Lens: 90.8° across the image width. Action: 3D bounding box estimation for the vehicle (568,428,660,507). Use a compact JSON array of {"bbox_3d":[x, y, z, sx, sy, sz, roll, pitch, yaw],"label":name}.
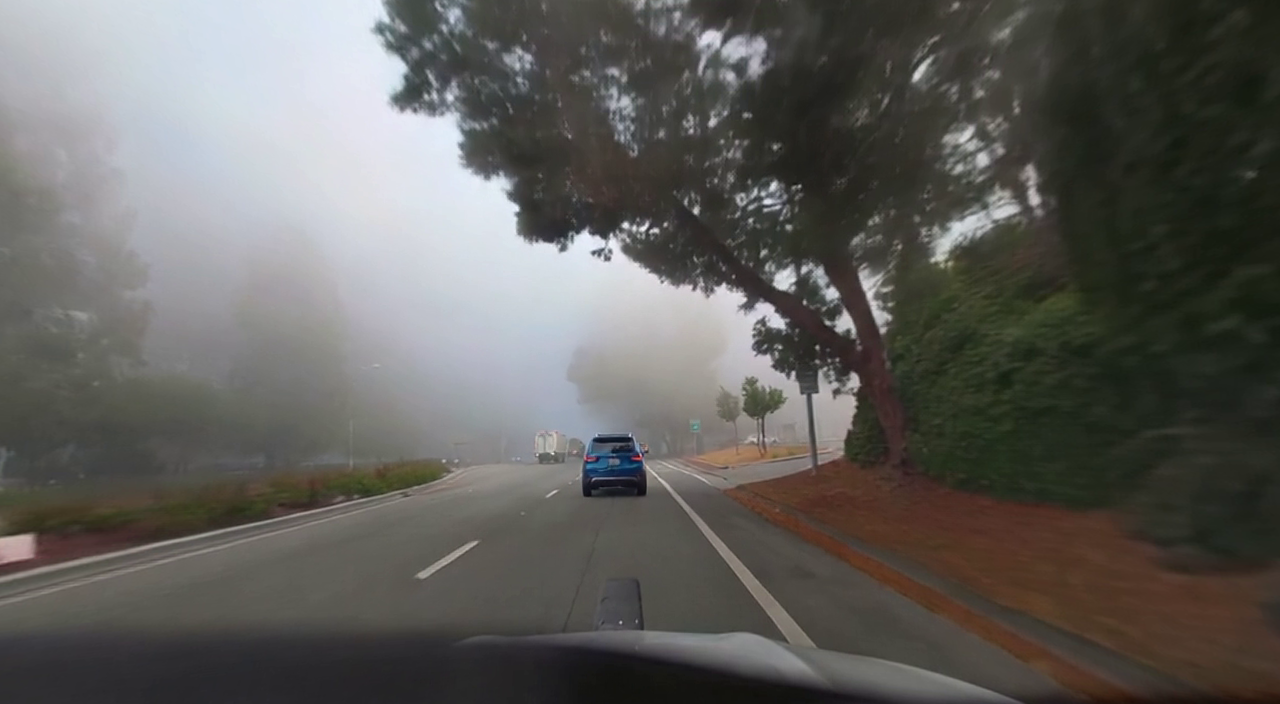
[{"bbox_3d":[-0.655,3.012,16.850,2.131,1.761,4.242,-1,-9,-1],"label":"vehicle"}]
